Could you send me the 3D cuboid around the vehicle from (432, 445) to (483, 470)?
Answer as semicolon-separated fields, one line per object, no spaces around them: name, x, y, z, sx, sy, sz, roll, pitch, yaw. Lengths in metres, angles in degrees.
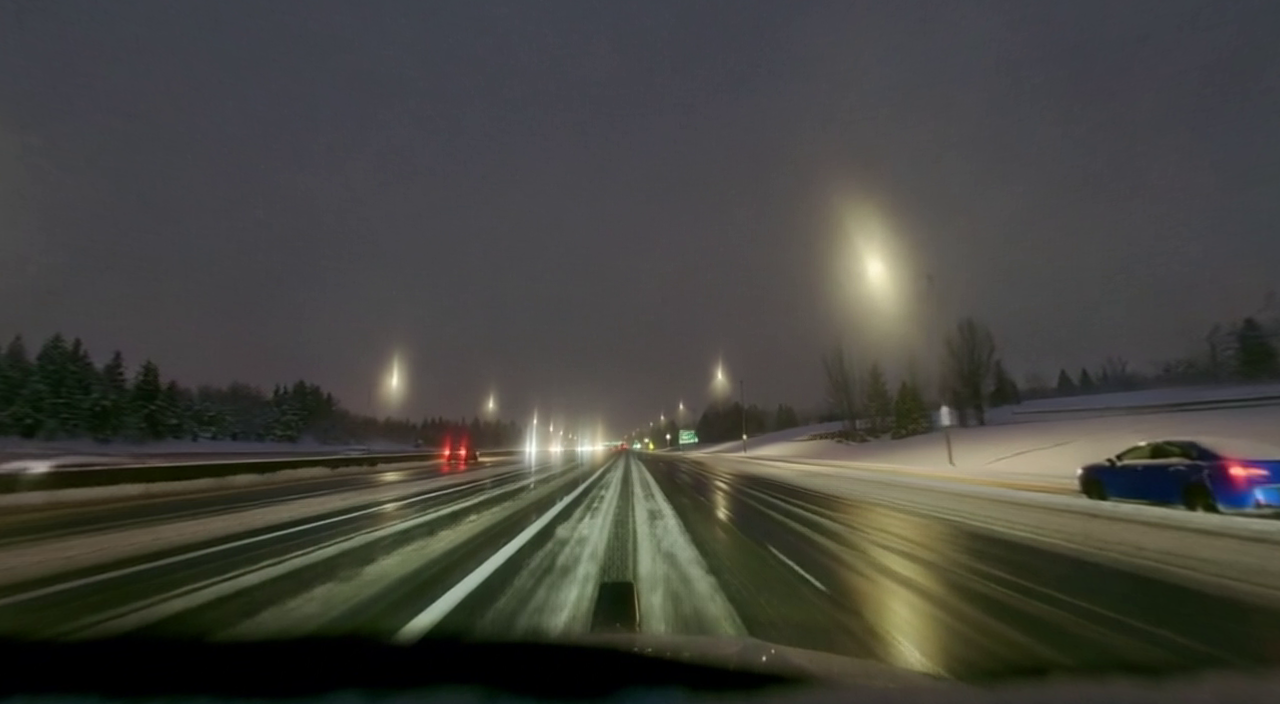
vehicle;-11.412;6.601;39.835;1.921;1.452;4.429;0;-8;0

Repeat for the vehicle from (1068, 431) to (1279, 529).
vehicle;10.711;2.287;11.963;1.985;1.493;4.486;0;-8;-1
